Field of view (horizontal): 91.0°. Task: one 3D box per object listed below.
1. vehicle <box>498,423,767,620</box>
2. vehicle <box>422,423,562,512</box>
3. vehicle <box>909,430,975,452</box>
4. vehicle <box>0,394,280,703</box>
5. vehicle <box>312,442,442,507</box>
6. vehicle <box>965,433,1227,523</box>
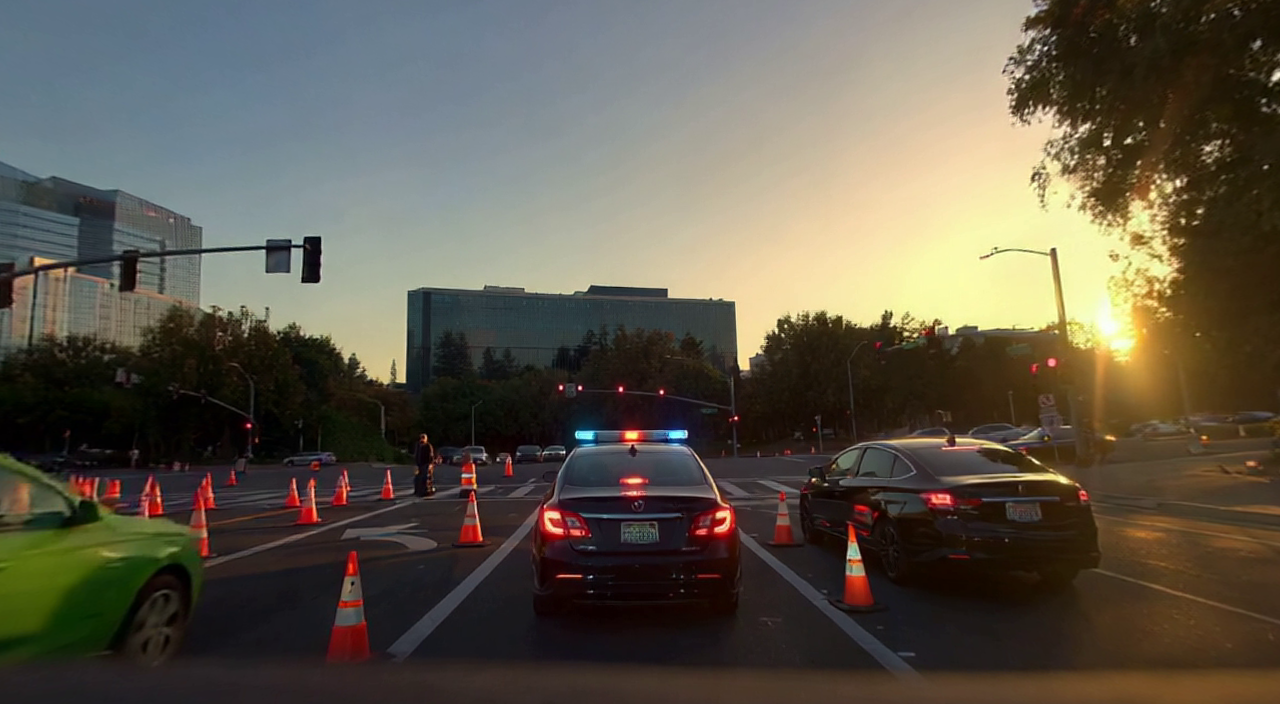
[{"bbox_3d":[-0.114,1.627,7.066,2.061,1.486,4.332,0,-8,-2],"label":"vehicle"},{"bbox_3d":[-3.307,2.706,15.211,2.096,1.789,4.719,0,-9,2],"label":"vehicle"},{"bbox_3d":[23.766,7.020,49.630,4.211,1.659,1.983,0,-9,0],"label":"vehicle"},{"bbox_3d":[-3.637,0.949,2.633,1.863,1.526,4.006,0,-9,0],"label":"vehicle"},{"bbox_3d":[-6.530,3.043,16.059,1.825,1.460,3.365,0,-9,0],"label":"vehicle"},{"bbox_3d":[9.350,2.587,13.578,1.957,1.576,4.670,0,-9,-3],"label":"vehicle"}]
